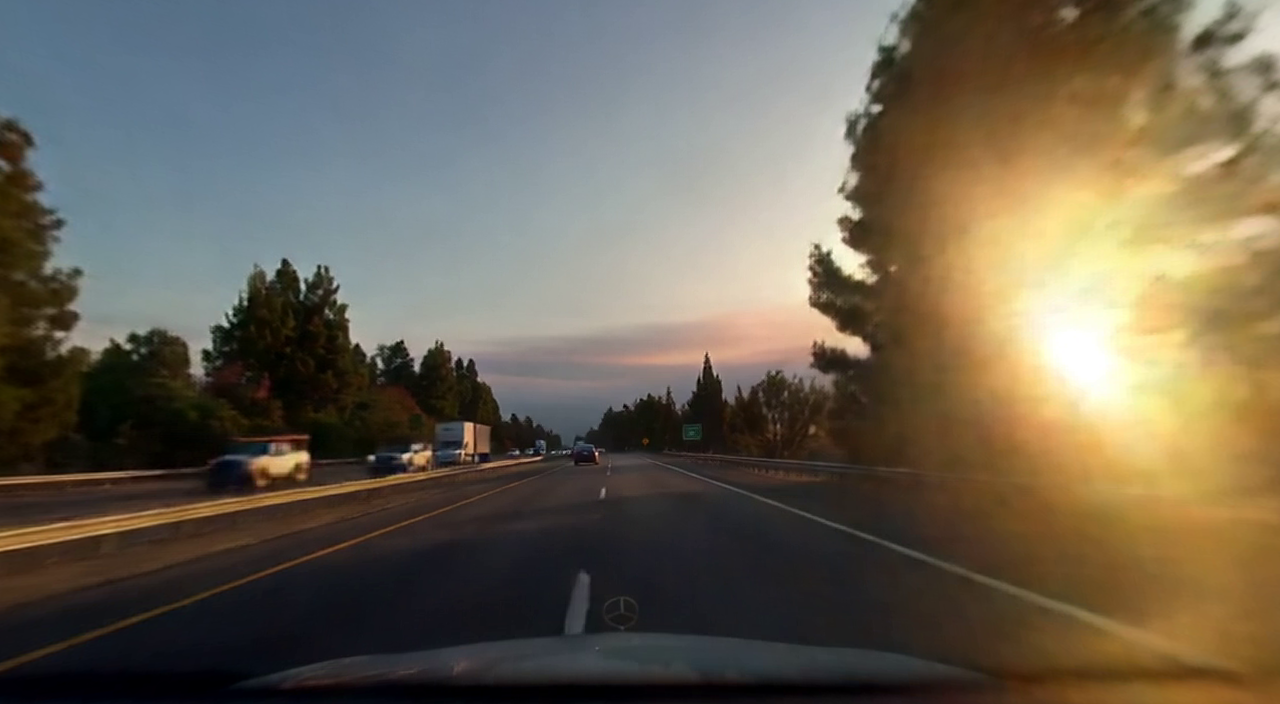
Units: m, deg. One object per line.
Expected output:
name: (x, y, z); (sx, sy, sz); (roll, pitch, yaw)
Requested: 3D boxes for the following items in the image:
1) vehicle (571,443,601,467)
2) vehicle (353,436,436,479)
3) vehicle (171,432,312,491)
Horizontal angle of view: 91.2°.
vehicle: (-3.959, 7.655, 46.589); (2.098, 1.692, 4.038); (0, -9, -2)
vehicle: (-11.946, 5.180, 30.911); (2.207, 1.926, 4.777); (0, -9, -2)
vehicle: (-15.557, 4.293, 24.930); (2.209, 2.067, 5.308); (0, -9, -2)
